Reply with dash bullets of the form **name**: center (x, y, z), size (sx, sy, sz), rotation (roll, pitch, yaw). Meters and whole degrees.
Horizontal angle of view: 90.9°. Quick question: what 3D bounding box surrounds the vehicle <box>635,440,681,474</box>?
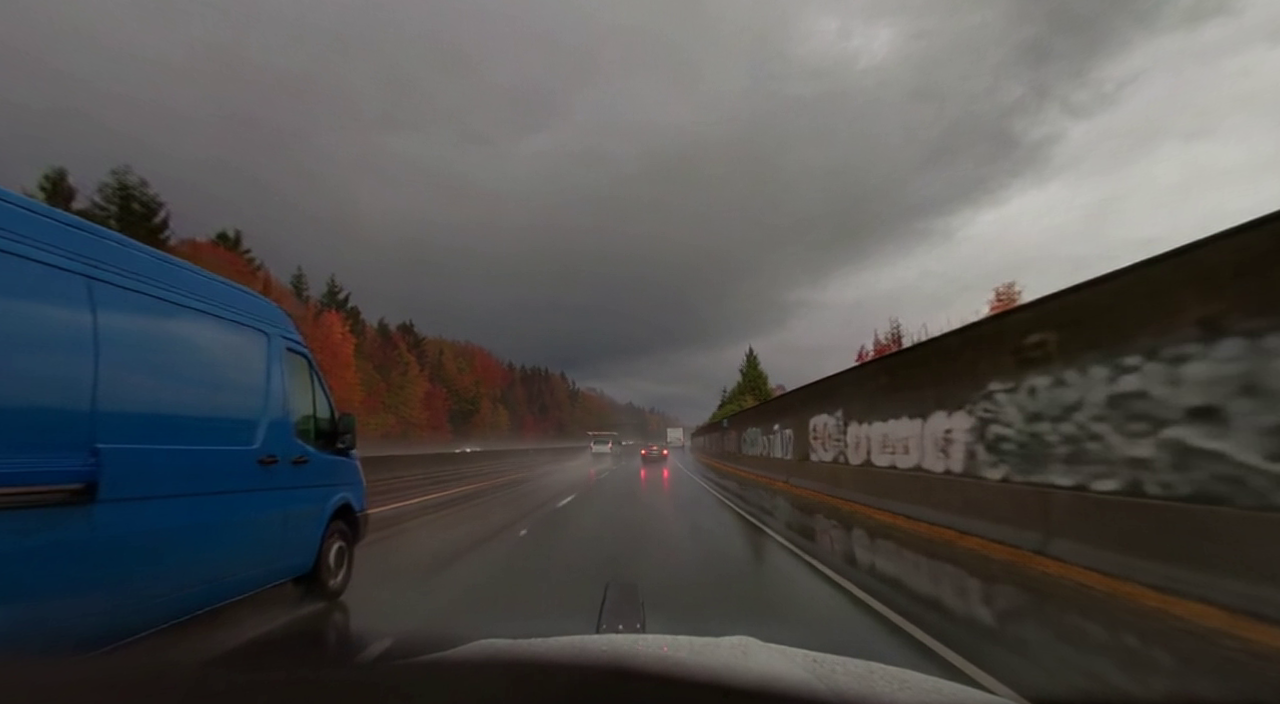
- **vehicle**: center (0.848, 4.995, 30.319), size (2.071, 1.487, 3.948), rotation (0, -8, 1)

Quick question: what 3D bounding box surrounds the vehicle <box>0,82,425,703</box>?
- **vehicle**: center (-3.661, 0.497, 3.940), size (2.297, 2.687, 6.317), rotation (0, -8, 1)

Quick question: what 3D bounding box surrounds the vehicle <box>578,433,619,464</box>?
- **vehicle**: center (-2.744, 6.555, 42.857), size (2.199, 1.973, 5.078), rotation (0, -8, 3)
